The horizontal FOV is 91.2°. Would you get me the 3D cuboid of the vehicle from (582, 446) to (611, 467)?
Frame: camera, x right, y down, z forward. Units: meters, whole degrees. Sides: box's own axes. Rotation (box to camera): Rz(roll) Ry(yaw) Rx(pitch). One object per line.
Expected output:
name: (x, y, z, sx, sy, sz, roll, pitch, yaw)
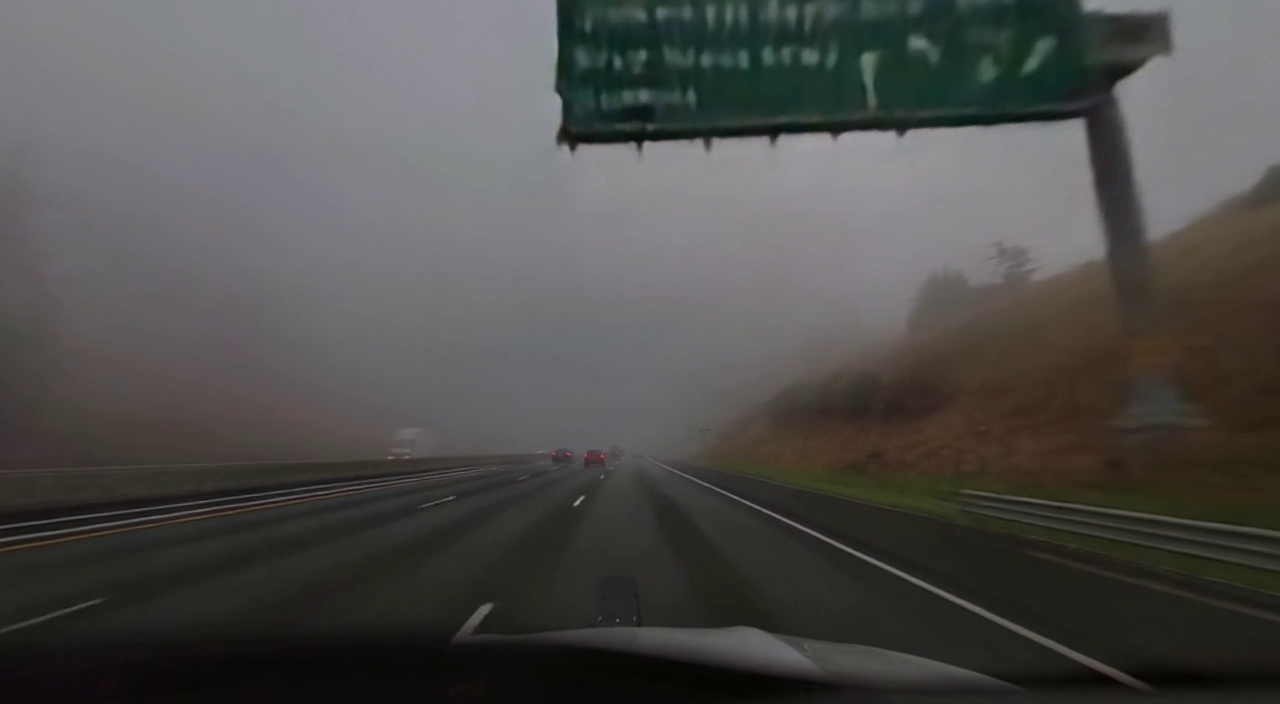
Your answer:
vehicle: (-3.180, 7.776, 46.654, 1.895, 1.482, 3.852, 0, -9, -1)
